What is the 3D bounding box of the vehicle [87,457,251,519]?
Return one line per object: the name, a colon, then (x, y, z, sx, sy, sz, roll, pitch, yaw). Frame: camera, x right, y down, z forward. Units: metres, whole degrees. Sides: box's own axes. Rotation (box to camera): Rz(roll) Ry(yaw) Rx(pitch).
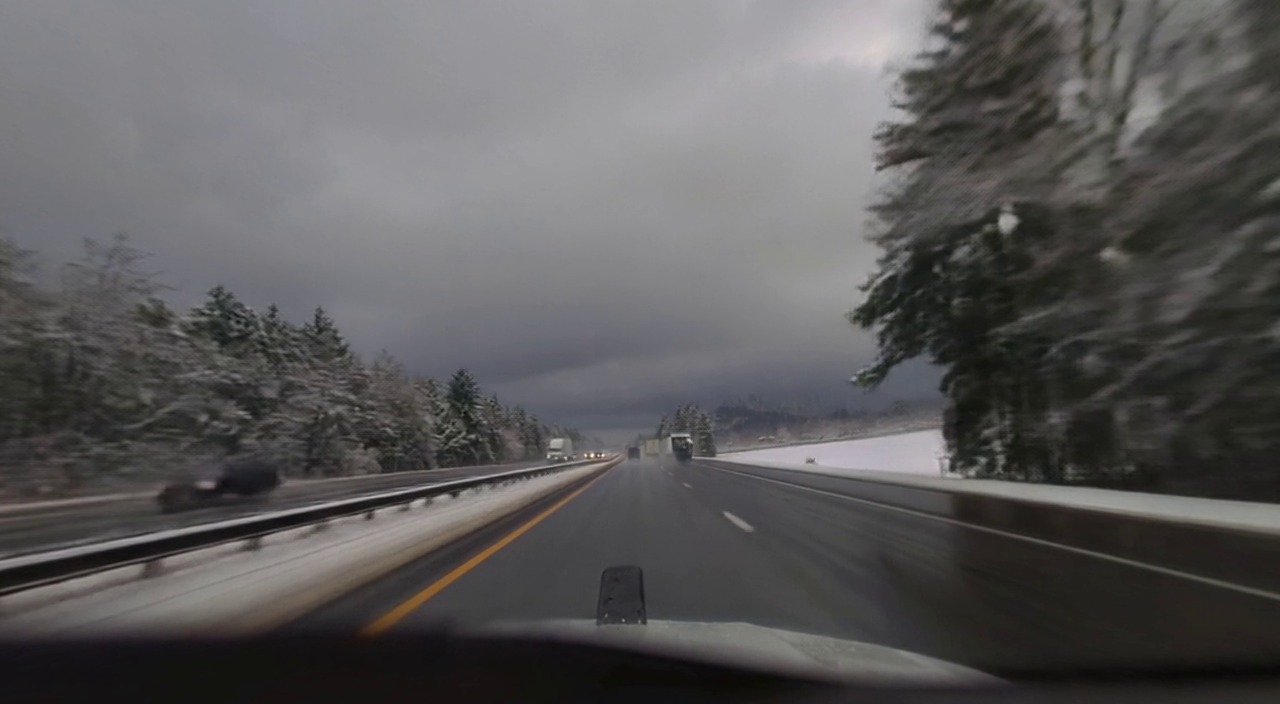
vehicle: (-13.277, 3.822, 18.111, 1.720, 1.497, 3.857, 0, -9, 0)
